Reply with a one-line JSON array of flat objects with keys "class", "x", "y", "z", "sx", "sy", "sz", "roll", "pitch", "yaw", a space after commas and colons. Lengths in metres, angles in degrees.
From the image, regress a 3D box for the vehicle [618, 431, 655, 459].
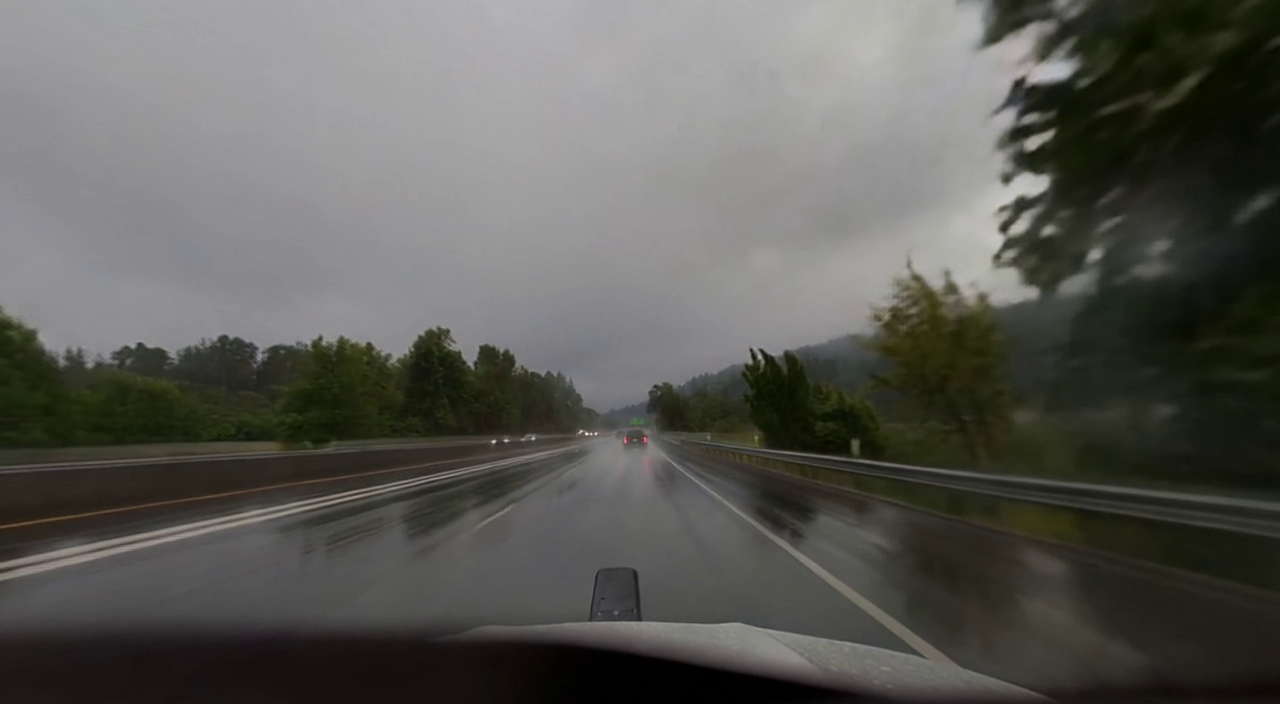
[{"class": "vehicle", "x": -0.227, "y": 5.789, "z": 39.370, "sx": 2.134, "sy": 1.654, "sz": 4.174, "roll": 0, "pitch": -8, "yaw": -1}]
